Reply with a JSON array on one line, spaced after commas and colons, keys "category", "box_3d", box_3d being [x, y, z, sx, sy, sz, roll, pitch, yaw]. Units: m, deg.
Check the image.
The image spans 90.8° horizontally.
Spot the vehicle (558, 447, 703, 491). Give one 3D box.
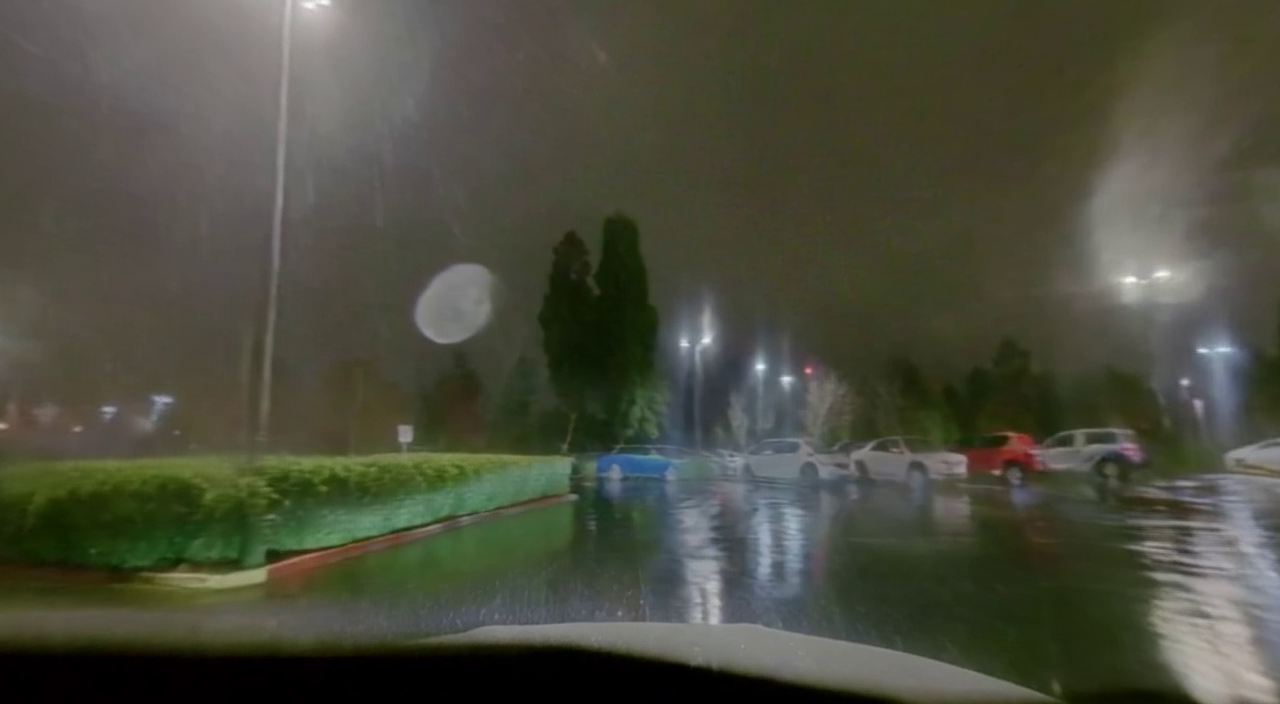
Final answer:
[{"category": "vehicle", "box_3d": [-0.294, 4.123, 22.514, 4.772, 1.441, 1.976, -3, -9, 15]}]

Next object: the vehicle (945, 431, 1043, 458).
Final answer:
[{"category": "vehicle", "box_3d": [20.841, 5.482, 37.349, 4.601, 1.484, 1.839, -2, -9, 8]}]

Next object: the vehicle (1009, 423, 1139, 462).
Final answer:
[{"category": "vehicle", "box_3d": [21.060, 4.465, 30.871, 4.660, 1.687, 1.981, -3, -11, 11]}]

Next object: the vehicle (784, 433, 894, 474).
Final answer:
[{"category": "vehicle", "box_3d": [8.033, 4.127, 25.754, 4.030, 1.556, 2.057, -3, -9, 16]}]
